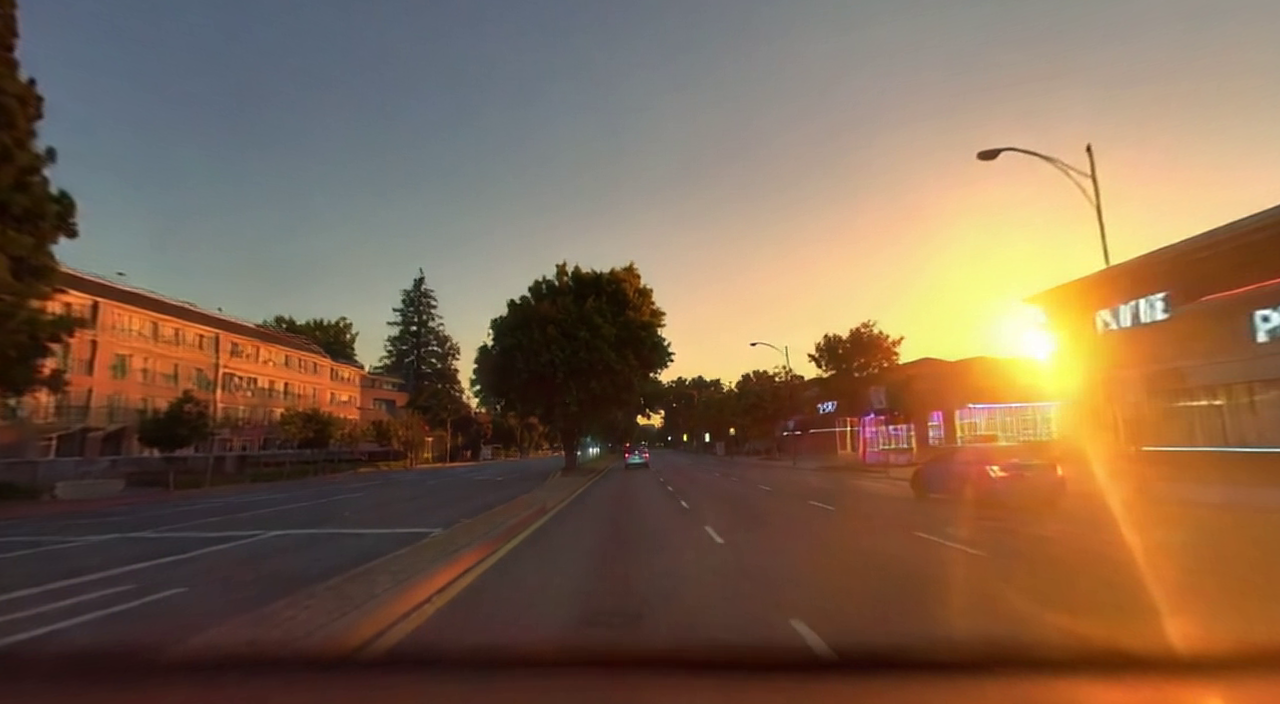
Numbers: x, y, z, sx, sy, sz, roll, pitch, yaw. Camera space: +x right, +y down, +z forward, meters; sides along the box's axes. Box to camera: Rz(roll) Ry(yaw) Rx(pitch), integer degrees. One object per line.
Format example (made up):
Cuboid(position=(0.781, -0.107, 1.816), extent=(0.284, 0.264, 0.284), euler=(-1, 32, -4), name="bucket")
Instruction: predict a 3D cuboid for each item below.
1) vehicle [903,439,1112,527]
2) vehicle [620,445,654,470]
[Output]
Cuboid(position=(7.125, 2.538, 12.863), extent=(1.849, 1.464, 4.119), euler=(0, -8, 1), name="vehicle")
Cuboid(position=(-0.224, 6.653, 39.935), extent=(2.027, 1.494, 3.942), euler=(0, -8, -1), name="vehicle")
